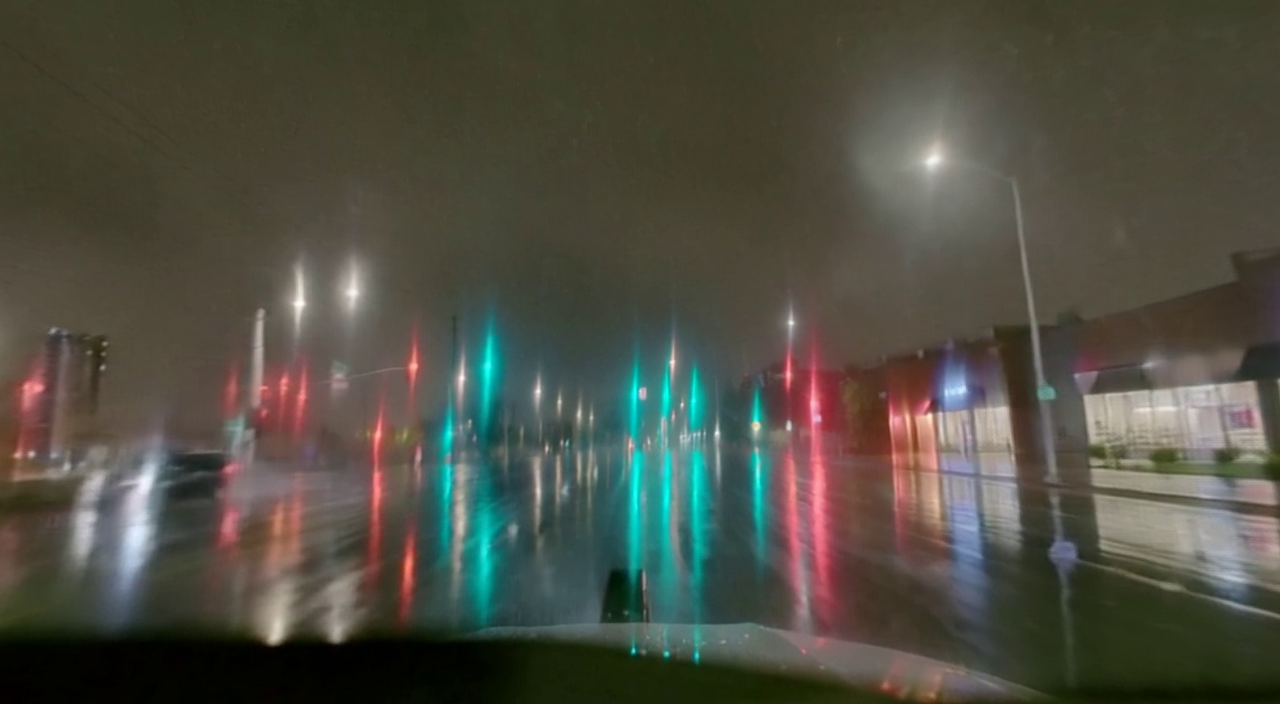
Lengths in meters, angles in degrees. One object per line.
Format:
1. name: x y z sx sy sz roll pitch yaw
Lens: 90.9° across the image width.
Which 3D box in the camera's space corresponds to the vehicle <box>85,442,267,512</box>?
1. vehicle: -14.592 3.885 20.328 2.208 1.924 5.018 0 -8 -3
